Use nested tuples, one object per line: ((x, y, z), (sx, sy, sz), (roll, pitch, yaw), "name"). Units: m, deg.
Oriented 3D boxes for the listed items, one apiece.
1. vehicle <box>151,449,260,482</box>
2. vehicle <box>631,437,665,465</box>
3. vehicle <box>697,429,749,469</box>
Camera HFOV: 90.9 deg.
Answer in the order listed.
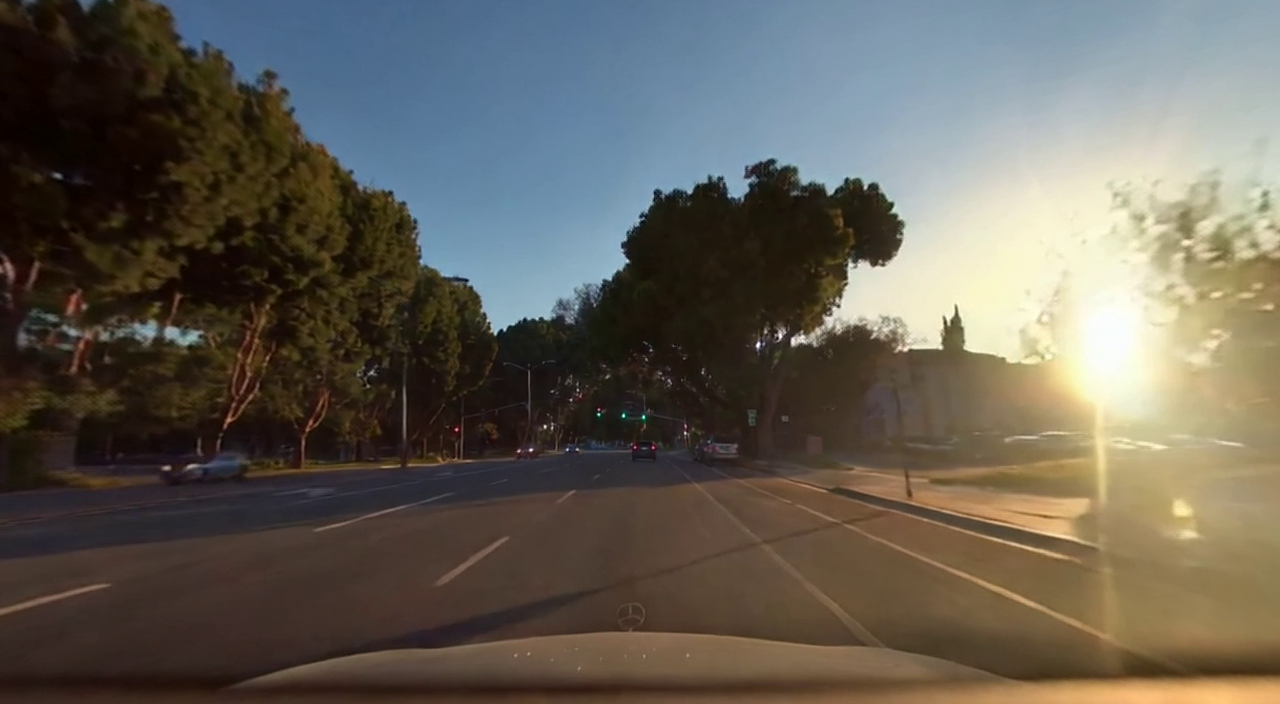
((-21.022, 5.472, 30.740), (2.005, 1.470, 4.520), (-1, -8, 2), "vehicle")
((0.553, 6.771, 43.277), (2.169, 1.751, 4.276), (0, -8, 1), "vehicle")
((4.702, 5.614, 36.685), (2.162, 2.080, 6.515), (0, -8, 0), "vehicle")
